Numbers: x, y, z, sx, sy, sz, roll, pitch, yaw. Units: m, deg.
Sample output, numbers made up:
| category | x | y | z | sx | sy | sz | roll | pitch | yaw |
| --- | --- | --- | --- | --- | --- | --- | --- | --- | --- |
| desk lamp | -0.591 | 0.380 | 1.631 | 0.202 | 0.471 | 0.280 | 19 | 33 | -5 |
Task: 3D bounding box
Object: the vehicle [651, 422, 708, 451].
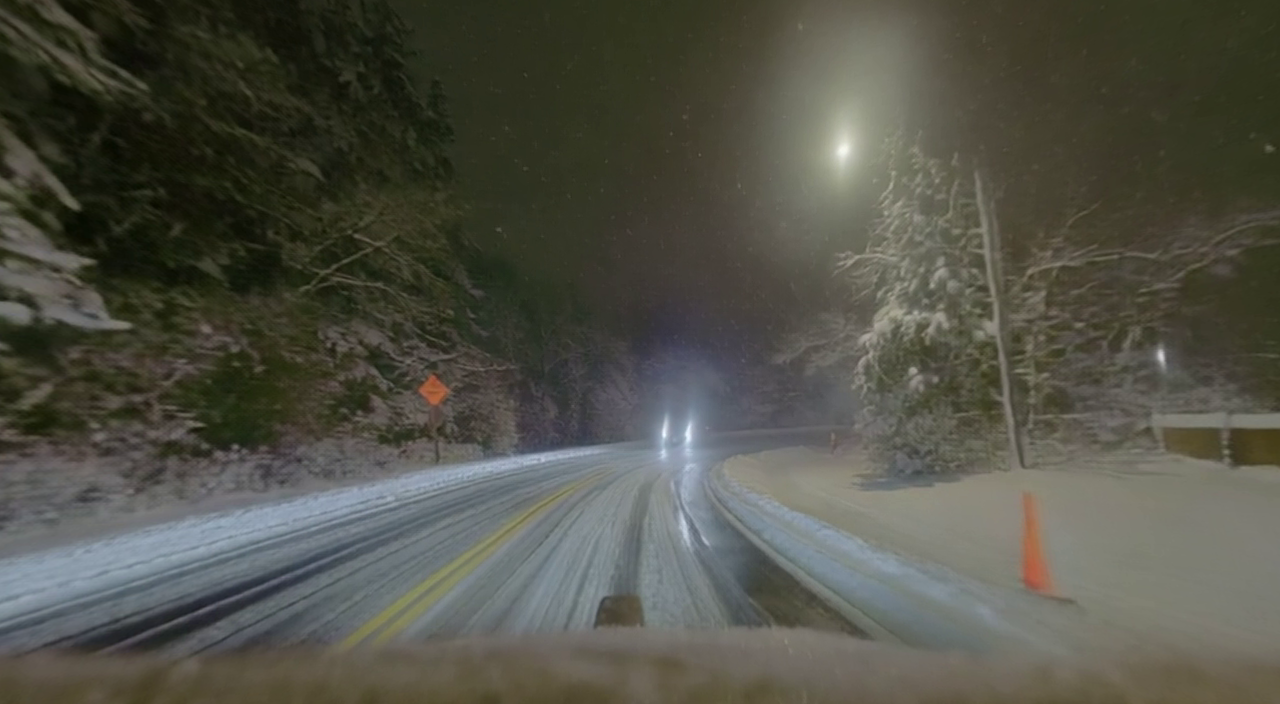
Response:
| category | x | y | z | sx | sy | sz | roll | pitch | yaw |
| --- | --- | --- | --- | --- | --- | --- | --- | --- | --- |
| vehicle | 2.856 | 6.032 | 44.721 | 2.095 | 1.939 | 4.857 | -5 | -10 | 30 |
